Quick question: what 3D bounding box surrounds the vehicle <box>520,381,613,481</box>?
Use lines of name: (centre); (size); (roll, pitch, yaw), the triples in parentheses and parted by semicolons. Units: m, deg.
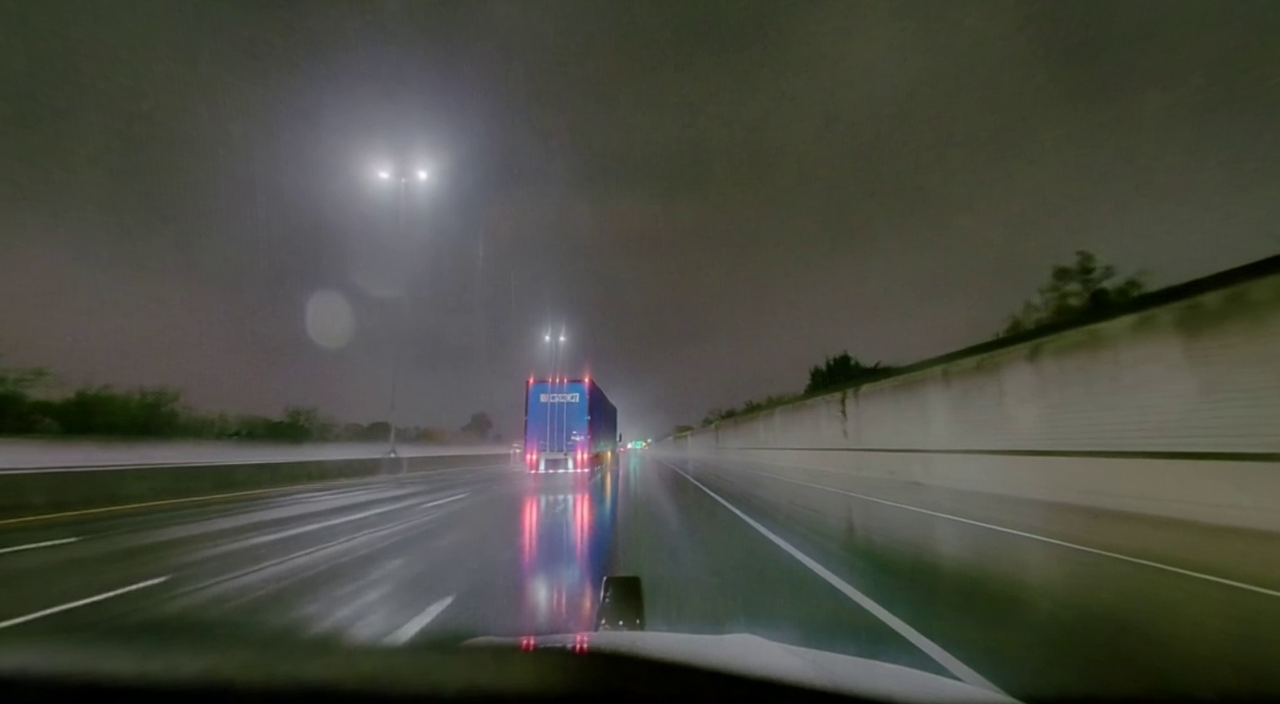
vehicle: (-3.161, 3.981, 30.680); (3.059, 3.956, 11.036); (0, -9, 1)
